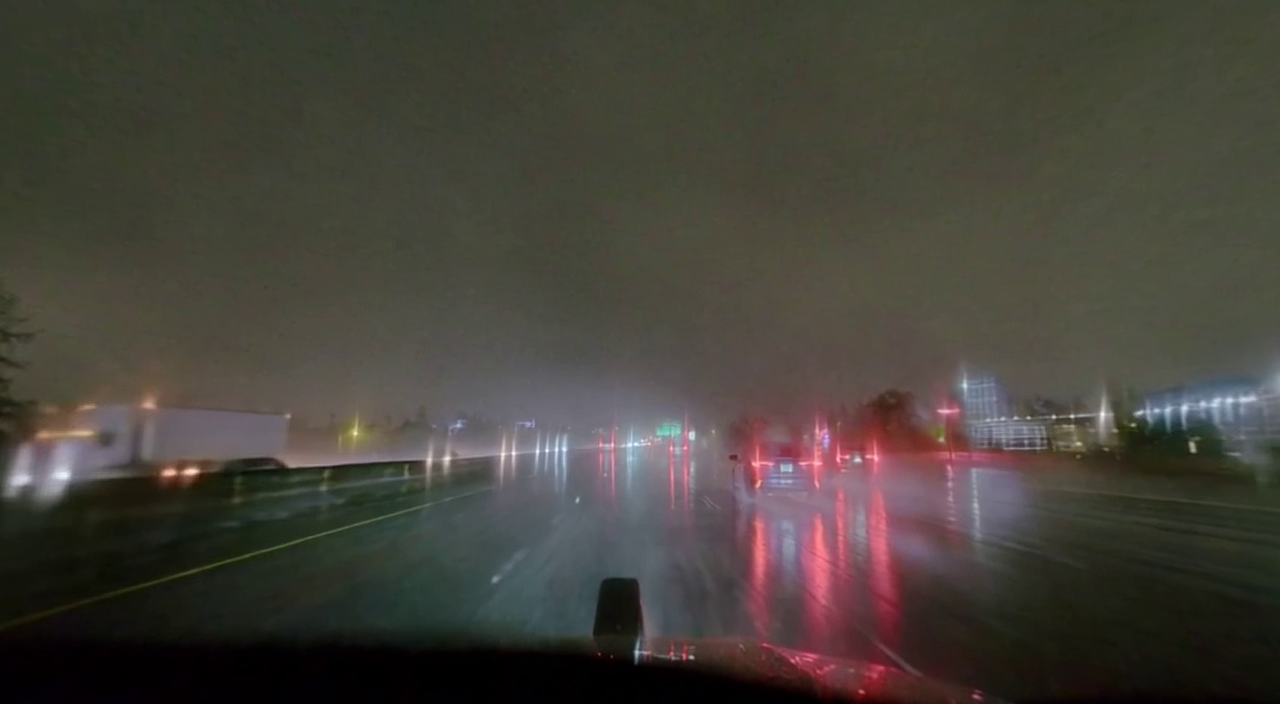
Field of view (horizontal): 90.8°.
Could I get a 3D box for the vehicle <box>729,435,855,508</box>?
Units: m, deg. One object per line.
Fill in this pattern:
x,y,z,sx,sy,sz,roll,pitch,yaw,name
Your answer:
3.492,2.812,15.340,1.961,1.504,4.094,0,-8,-1,vehicle

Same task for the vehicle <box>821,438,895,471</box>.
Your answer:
10.650,5.039,31.196,2.019,1.529,4.385,0,-8,-1,vehicle

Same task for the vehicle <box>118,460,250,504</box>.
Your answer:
-17.770,5.050,24.926,1.856,1.479,4.463,0,-8,0,vehicle

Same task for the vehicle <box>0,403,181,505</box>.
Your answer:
-25.642,4.607,28.896,3.040,3.957,8.113,0,-8,0,vehicle

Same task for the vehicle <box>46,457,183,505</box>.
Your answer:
-21.657,5.288,26.303,1.954,1.694,4.325,0,-8,0,vehicle
